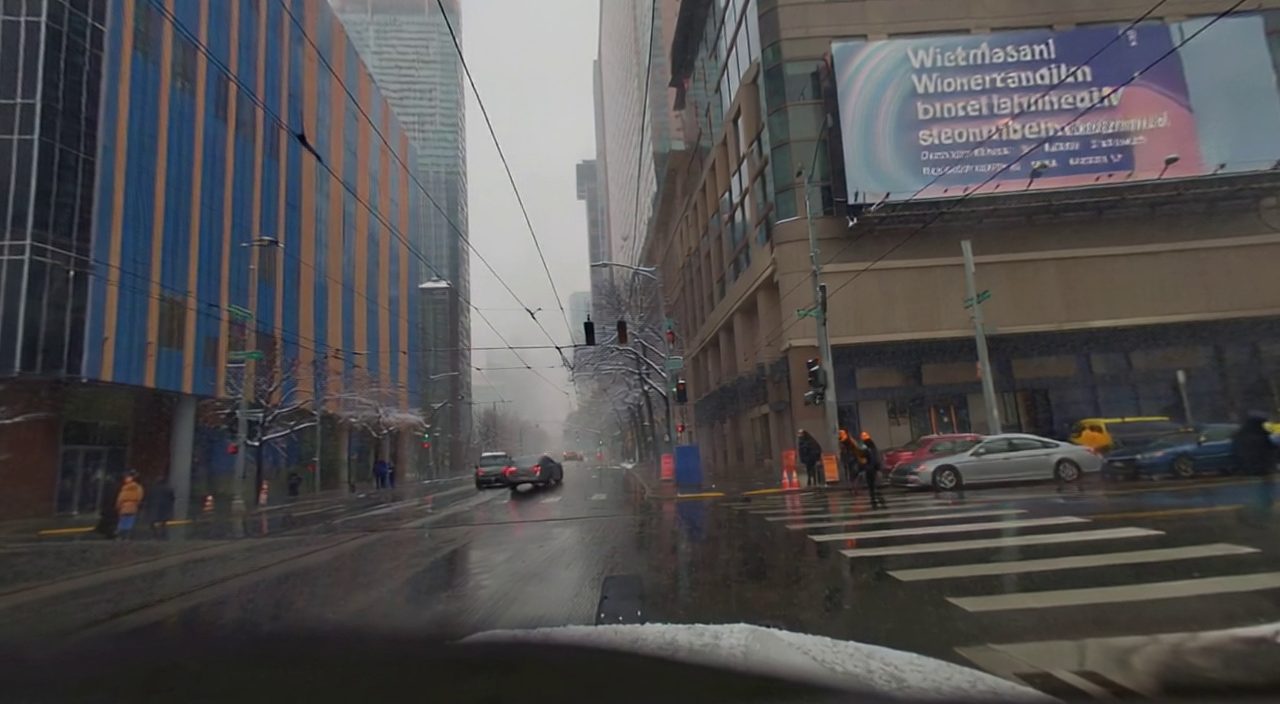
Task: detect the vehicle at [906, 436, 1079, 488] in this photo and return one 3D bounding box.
[{"bbox_3d":[11.361,3.542,20.512,4.697,1.510,1.596,0,-9,-5],"label":"vehicle"}]

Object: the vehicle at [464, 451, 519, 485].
[{"bbox_3d":[-8.409,6.590,36.200,2.121,1.792,4.510,0,-8,-1],"label":"vehicle"}]

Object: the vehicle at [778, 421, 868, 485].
[{"bbox_3d":[7.536,4.154,26.566,2.316,2.425,4.466,1,-7,-2],"label":"vehicle"}]

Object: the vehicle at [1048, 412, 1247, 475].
[{"bbox_3d":[16.727,3.046,21.023,4.944,1.946,1.952,0,-8,-3],"label":"vehicle"}]

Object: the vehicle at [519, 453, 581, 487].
[{"bbox_3d":[-4.416,5.841,31.670,1.797,1.490,4.549,-1,-9,9],"label":"vehicle"}]
